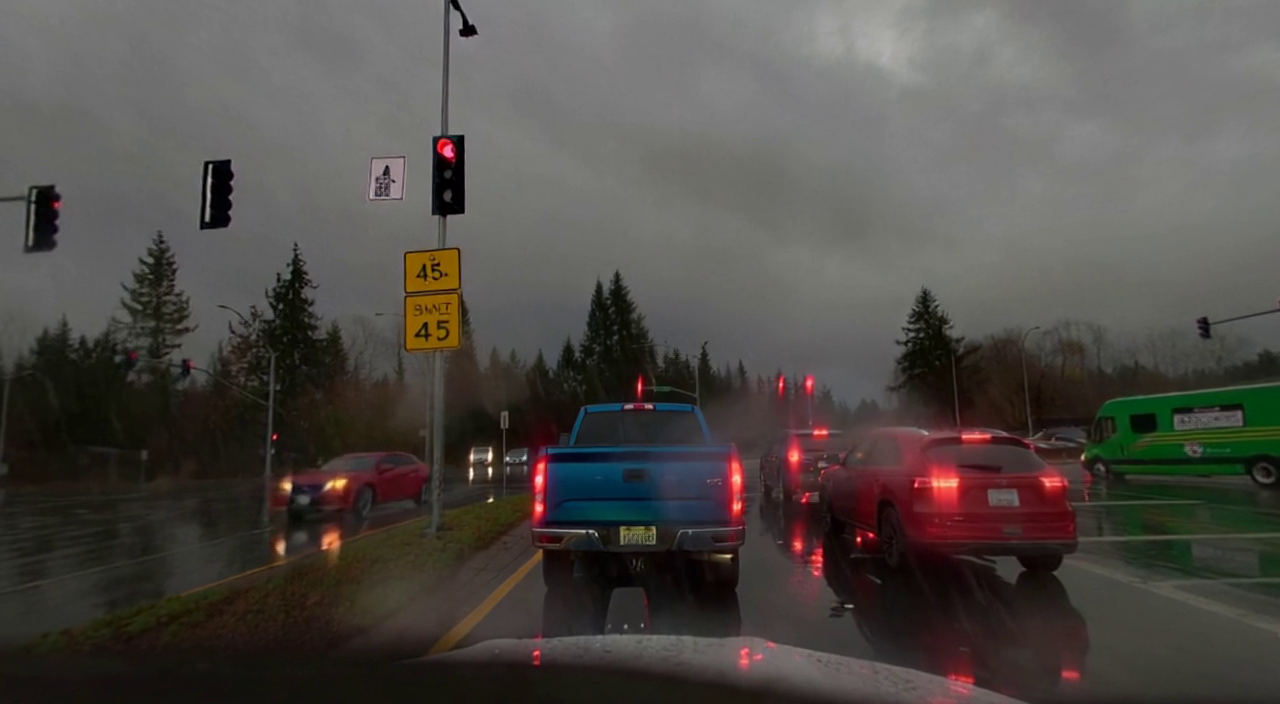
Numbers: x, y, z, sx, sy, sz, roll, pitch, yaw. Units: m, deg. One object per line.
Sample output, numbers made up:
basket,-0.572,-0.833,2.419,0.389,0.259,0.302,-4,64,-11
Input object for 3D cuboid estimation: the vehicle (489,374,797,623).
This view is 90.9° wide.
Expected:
vehicle,0.053,1.474,7.346,2.326,1.880,4.964,0,-8,1

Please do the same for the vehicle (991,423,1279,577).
vehicle,6.834,1.740,8.271,1.973,1.470,4.228,0,-8,0

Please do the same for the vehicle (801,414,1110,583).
vehicle,3.580,1.717,8.186,1.981,1.616,4.006,0,-8,1

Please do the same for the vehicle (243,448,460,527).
vehicle,-6.805,3.208,15.724,2.410,1.596,4.931,-2,-9,11
